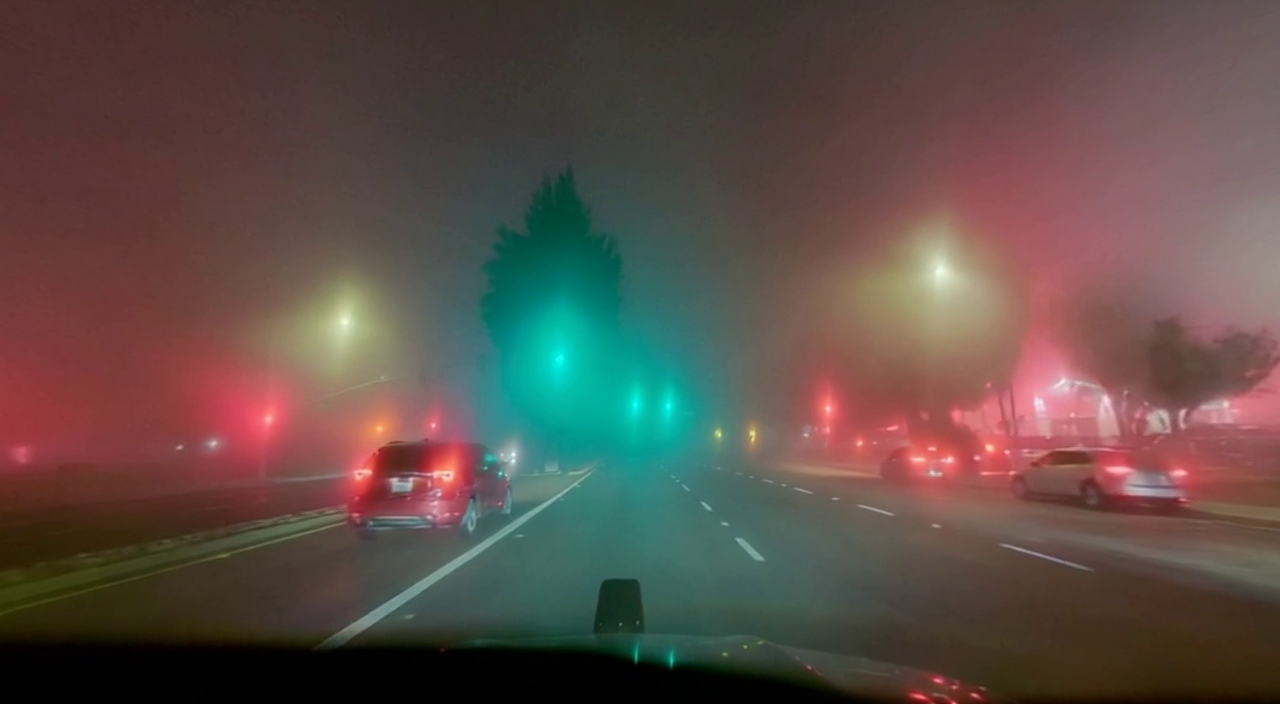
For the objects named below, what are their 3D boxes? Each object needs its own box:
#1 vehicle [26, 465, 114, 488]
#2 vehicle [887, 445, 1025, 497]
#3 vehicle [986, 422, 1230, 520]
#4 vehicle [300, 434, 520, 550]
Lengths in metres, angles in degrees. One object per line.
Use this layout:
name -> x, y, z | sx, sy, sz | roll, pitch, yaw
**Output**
vehicle -> -41.178, 8.989, 45.711 | 4.468, 1.458, 1.985 | 0, -8, 1
vehicle -> 10.152, 3.812, 20.826 | 1.987, 1.487, 4.753 | 0, -8, -2
vehicle -> 10.337, 2.646, 14.586 | 1.998, 1.862, 4.658 | 0, -8, 0
vehicle -> -3.372, 2.120, 10.269 | 2.185, 1.473, 3.925 | 0, -8, -2
